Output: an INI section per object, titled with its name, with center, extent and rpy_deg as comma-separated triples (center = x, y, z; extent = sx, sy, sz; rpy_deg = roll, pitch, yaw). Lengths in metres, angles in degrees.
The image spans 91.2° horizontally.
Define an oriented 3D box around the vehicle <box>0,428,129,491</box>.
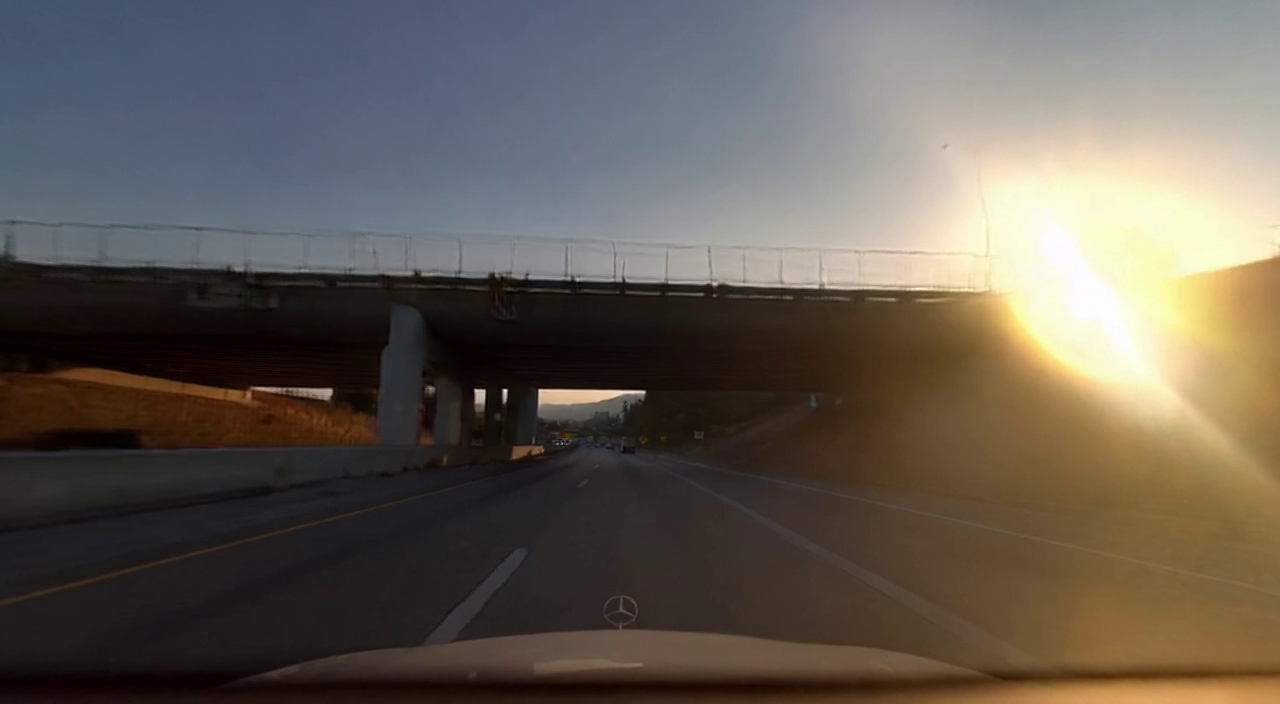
[vehicle]
center = -17.198, 3.026, 17.744
extent = 1.891, 1.576, 4.205
rpy_deg = 0, -9, -1
